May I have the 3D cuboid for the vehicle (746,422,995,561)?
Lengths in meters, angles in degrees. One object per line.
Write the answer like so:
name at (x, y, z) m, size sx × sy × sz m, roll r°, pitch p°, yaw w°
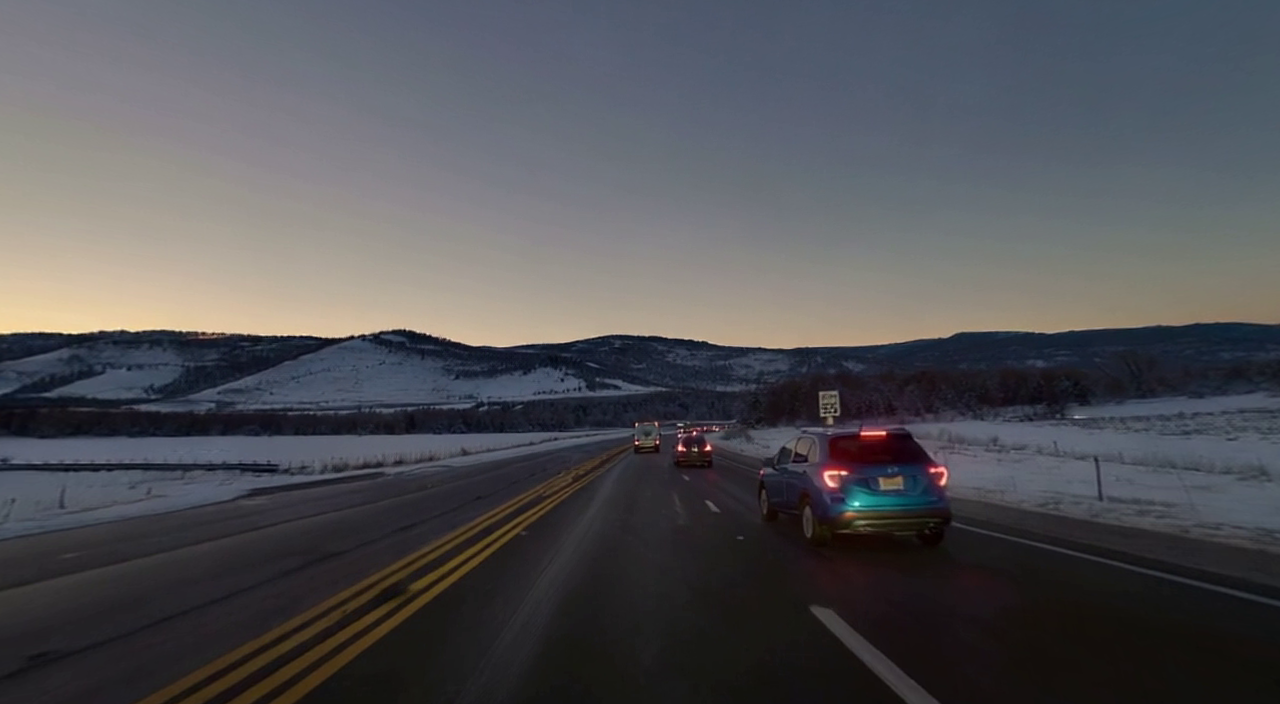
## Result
vehicle at (2.925, 1.859, 9.114) m, size 2.007 × 1.534 × 3.976 m, roll 0°, pitch -8°, yaw -1°

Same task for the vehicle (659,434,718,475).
vehicle at (1.916, 4.244, 26.350) m, size 2.026 × 1.531 × 4.273 m, roll 0°, pitch -8°, yaw -1°
